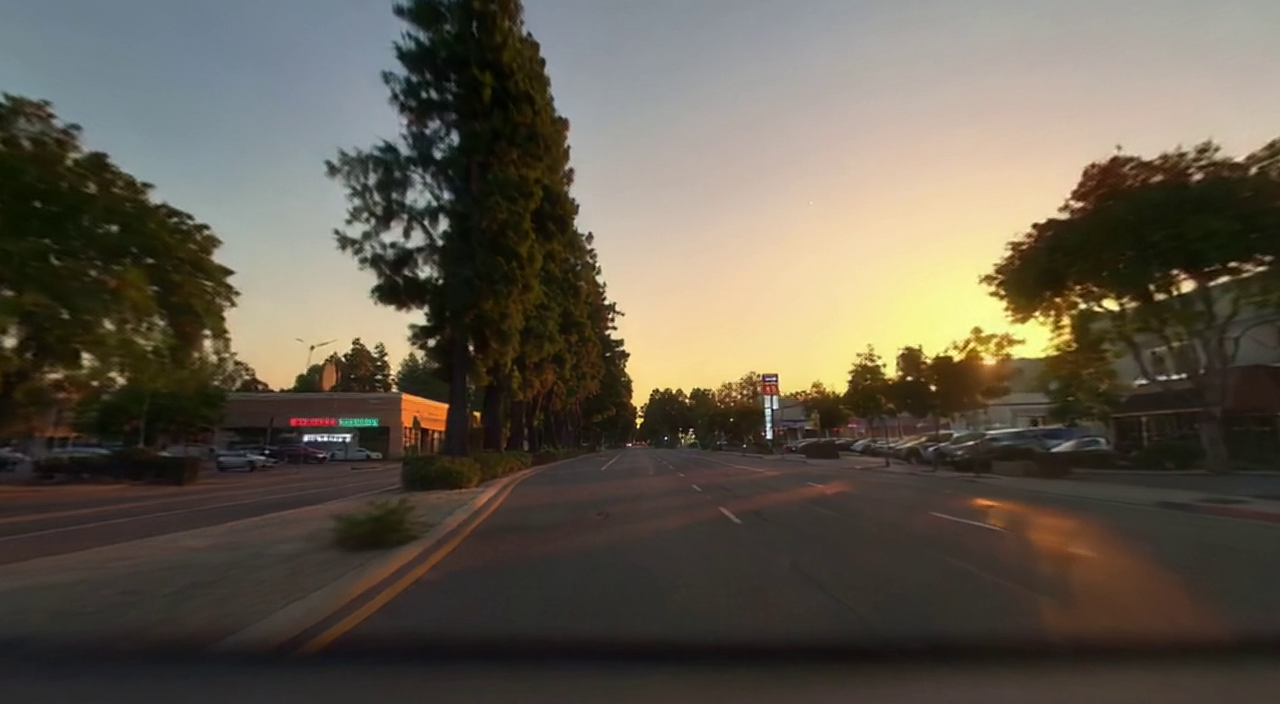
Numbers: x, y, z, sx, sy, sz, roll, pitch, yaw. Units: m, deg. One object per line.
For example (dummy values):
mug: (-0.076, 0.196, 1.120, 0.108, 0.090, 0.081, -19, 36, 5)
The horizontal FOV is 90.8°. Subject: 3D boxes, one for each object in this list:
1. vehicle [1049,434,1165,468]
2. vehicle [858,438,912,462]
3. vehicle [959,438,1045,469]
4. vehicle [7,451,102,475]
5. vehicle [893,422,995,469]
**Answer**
vehicle: (22.652, 4.863, 30.884, 1.791, 1.458, 4.316, -1, -9, -12)
vehicle: (16.375, 6.552, 42.481, 1.880, 1.477, 4.556, -1, -8, 1)
vehicle: (17.897, 5.041, 31.418, 1.873, 1.383, 3.754, -1, -9, -3)
vehicle: (-38.879, 7.390, 42.026, 4.320, 1.477, 1.937, 0, -8, -2)
vehicle: (14.904, 4.656, 31.439, 2.235, 2.016, 5.481, -3, -9, 0)
